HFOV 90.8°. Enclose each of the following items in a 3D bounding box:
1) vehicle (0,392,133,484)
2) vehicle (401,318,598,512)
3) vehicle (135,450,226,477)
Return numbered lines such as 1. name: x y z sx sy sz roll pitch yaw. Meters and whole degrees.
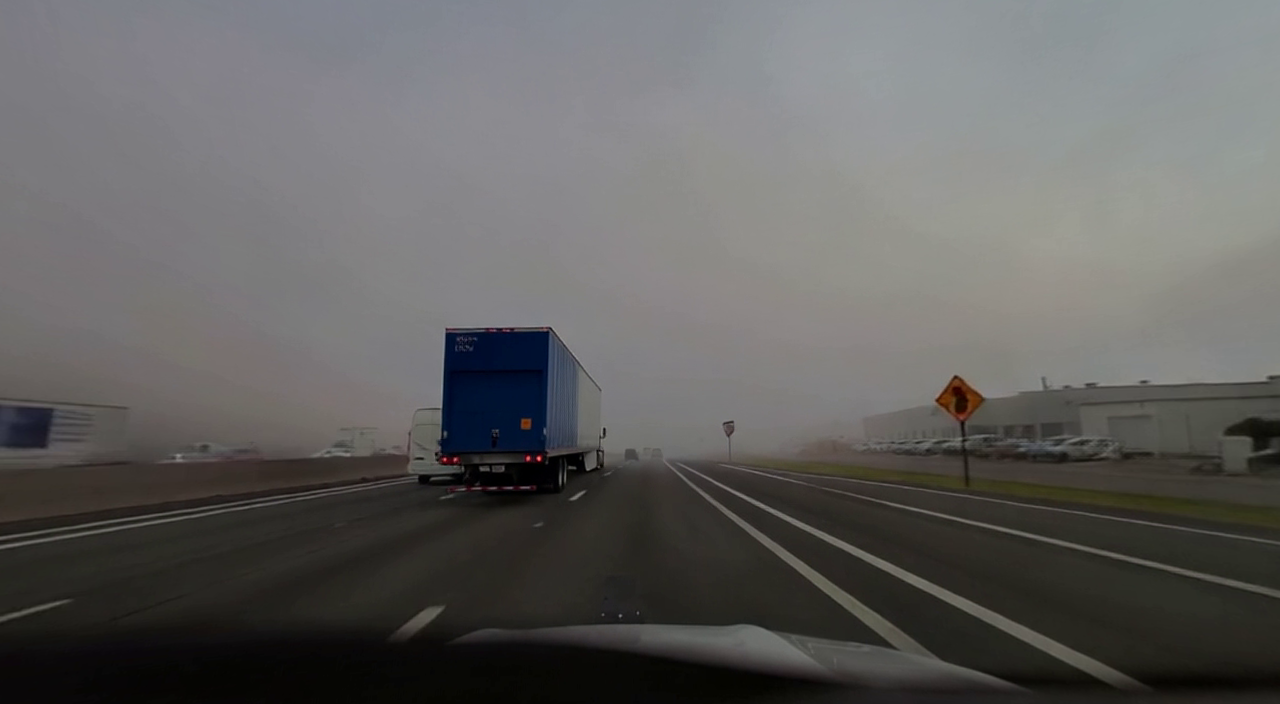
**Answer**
1. vehicle: -30.851 3.764 27.635 3.319 4.166 16.790 0 -8 1
2. vehicle: -3.514 2.491 21.584 2.939 4.132 16.303 0 -8 0
3. vehicle: -27.175 6.575 37.560 1.842 1.471 4.699 0 -8 0
